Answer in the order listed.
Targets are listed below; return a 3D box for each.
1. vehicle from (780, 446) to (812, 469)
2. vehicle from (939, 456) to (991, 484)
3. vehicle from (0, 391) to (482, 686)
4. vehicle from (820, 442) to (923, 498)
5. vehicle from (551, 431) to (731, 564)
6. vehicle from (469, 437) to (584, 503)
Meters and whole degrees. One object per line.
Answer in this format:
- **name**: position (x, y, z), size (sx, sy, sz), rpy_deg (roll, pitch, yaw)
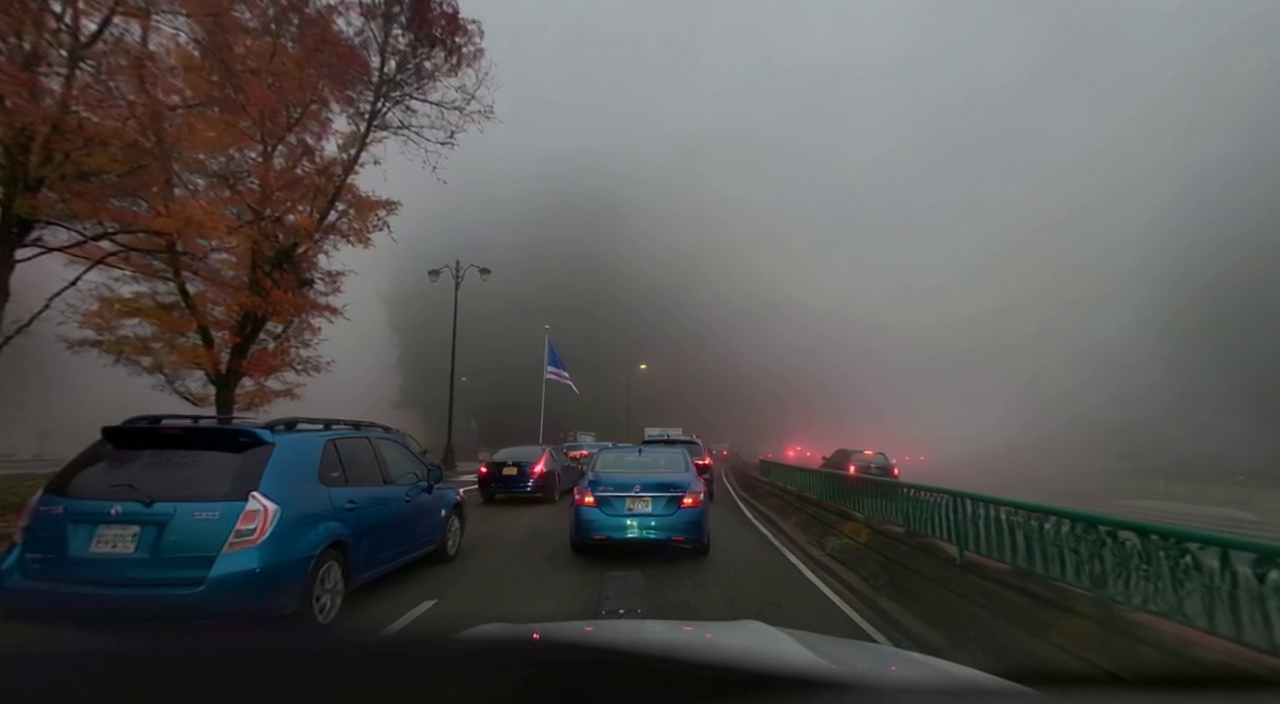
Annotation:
- **vehicle**: position (11.151, 7.539, 45.142), size (1.944, 1.544, 4.301), rpy_deg (-1, -9, 11)
- **vehicle**: position (21.939, 7.938, 42.655), size (1.946, 1.649, 4.326), rpy_deg (-1, -9, 11)
- **vehicle**: position (-3.093, 1.367, 5.766), size (1.988, 1.635, 4.260), rpy_deg (0, -9, 3)
- **vehicle**: position (7.521, 3.851, 21.001), size (2.011, 1.610, 4.568), rpy_deg (0, -9, 4)
- **vehicle**: position (0.138, 2.020, 9.525), size (2.090, 1.506, 4.276), rpy_deg (0, -9, 4)
- **vehicle**: position (-2.934, 3.178, 17.424), size (1.974, 1.549, 4.603), rpy_deg (0, -9, 5)
